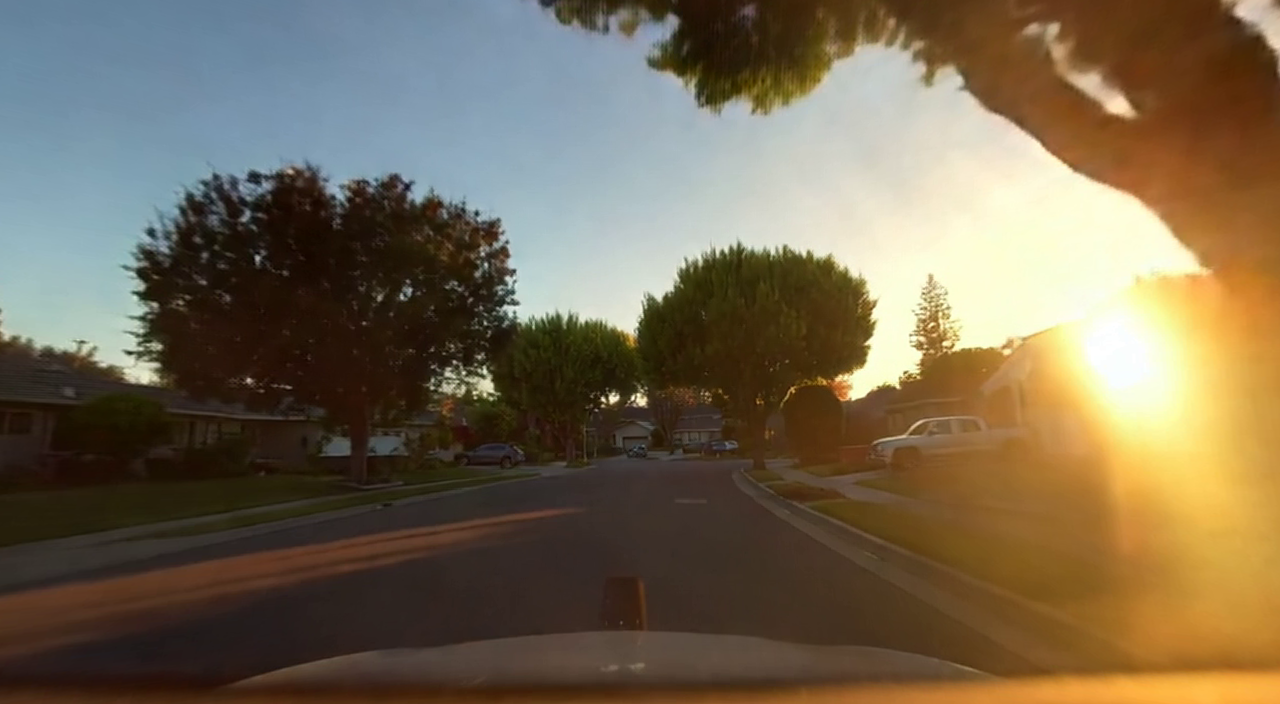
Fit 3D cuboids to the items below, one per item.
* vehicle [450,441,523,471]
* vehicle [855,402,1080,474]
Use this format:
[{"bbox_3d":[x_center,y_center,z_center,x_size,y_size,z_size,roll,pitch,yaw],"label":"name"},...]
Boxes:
[{"bbox_3d":[-11.219,7.664,46.603,5.045,1.835,2.315,-2,-9,-11],"label":"vehicle"},{"bbox_3d":[10.720,2.906,21.257,6.053,2.240,2.582,-1,-9,5],"label":"vehicle"}]
